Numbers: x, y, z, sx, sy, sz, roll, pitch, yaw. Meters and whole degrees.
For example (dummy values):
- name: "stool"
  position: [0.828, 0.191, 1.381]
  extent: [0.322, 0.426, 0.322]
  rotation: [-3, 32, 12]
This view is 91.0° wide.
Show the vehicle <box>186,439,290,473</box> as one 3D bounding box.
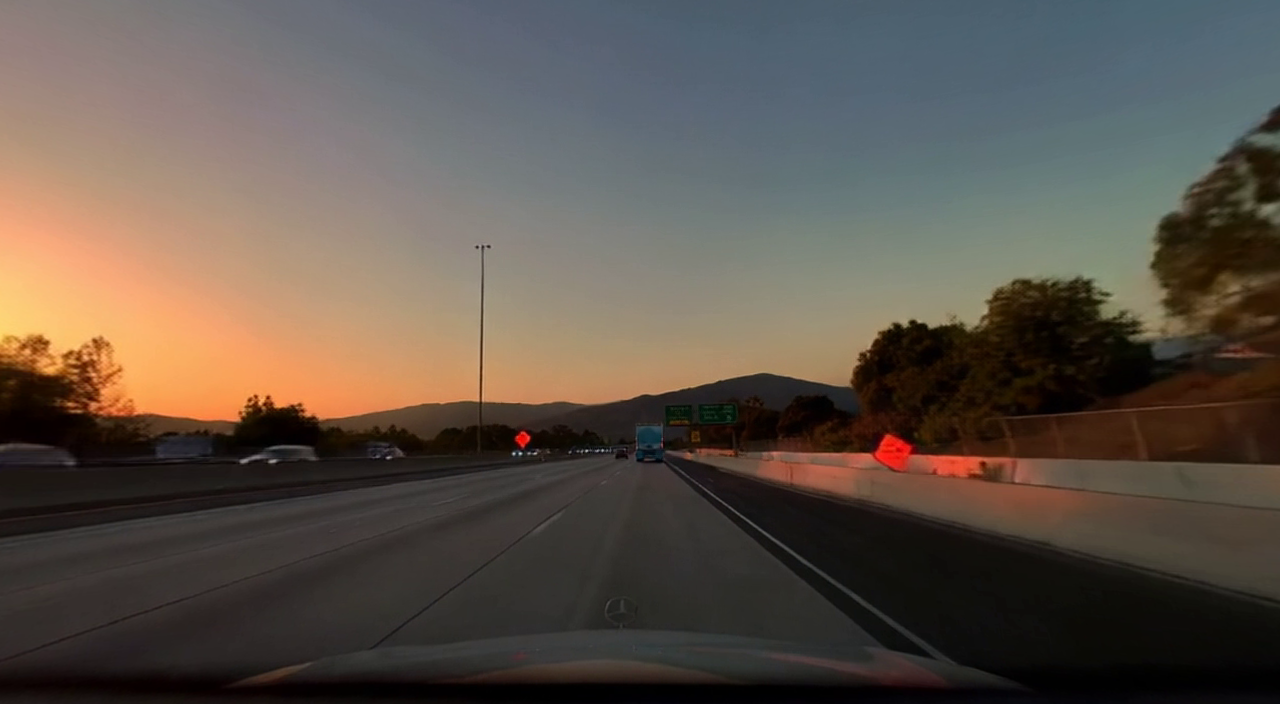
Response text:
- name: "vehicle"
  position: [-19.866, 5.162, 31.431]
  extent: [1.931, 1.567, 4.767]
  rotation: [0, -9, 2]
